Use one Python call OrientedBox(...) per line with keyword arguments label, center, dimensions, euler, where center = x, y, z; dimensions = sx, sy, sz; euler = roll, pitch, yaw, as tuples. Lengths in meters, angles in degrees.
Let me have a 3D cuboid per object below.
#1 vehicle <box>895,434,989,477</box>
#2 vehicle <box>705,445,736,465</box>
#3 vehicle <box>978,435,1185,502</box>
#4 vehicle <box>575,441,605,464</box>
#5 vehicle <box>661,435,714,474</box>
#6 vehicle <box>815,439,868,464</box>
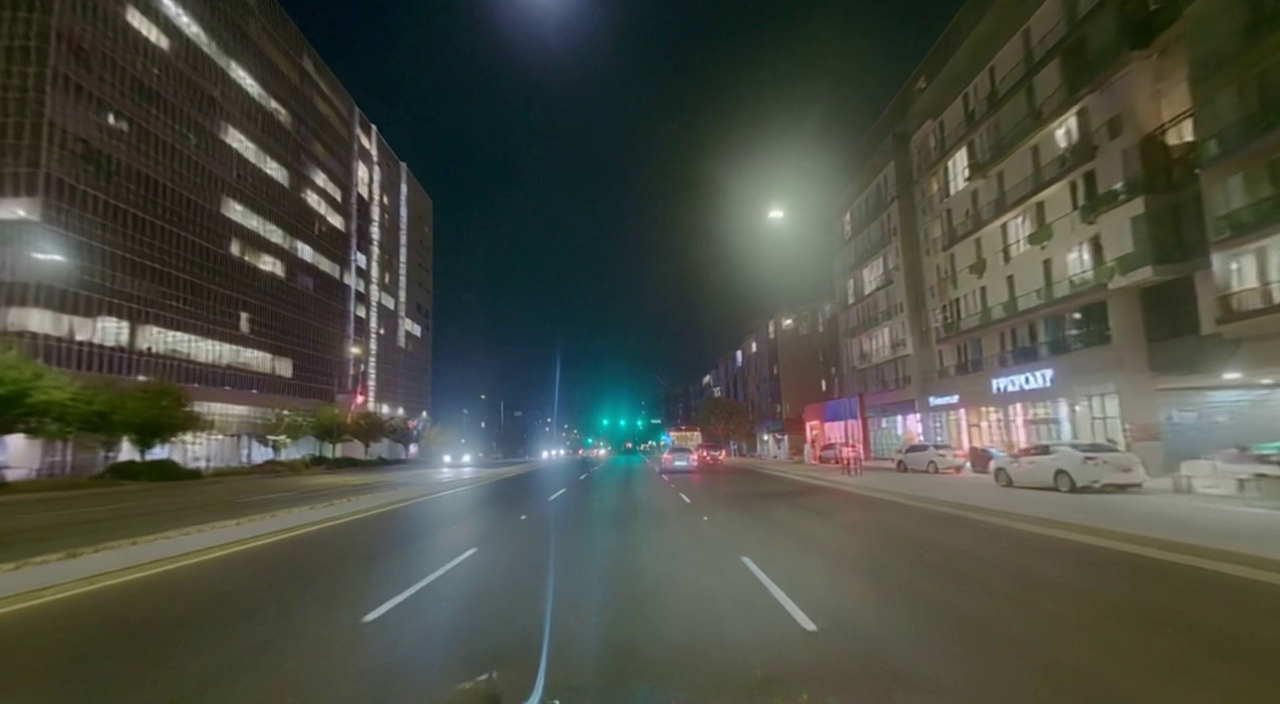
OrientedBox(label="vehicle", center=(14.163, 4.896, 30.006), dimensions=(2.019, 1.819, 4.909), euler=(0, -9, 1))
OrientedBox(label="vehicle", center=(6.268, 8.068, 49.594), dimensions=(1.795, 1.459, 4.333), euler=(0, -9, -2))
OrientedBox(label="vehicle", center=(11.967, 3.155, 17.659), dimensions=(1.954, 1.483, 4.742), euler=(-2, -8, -7))
OrientedBox(label="vehicle", center=(-3.685, 7.517, 47.323), dimensions=(2.046, 1.617, 4.601), euler=(0, -9, -1))
OrientedBox(label="vehicle", center=(2.259, 5.097, 31.681), dimensions=(2.130, 1.787, 5.126), euler=(0, -9, -2))
OrientedBox(label="vehicle", center=(14.356, 7.104, 45.321), dimensions=(1.975, 1.648, 4.451), euler=(1, -8, -5))
